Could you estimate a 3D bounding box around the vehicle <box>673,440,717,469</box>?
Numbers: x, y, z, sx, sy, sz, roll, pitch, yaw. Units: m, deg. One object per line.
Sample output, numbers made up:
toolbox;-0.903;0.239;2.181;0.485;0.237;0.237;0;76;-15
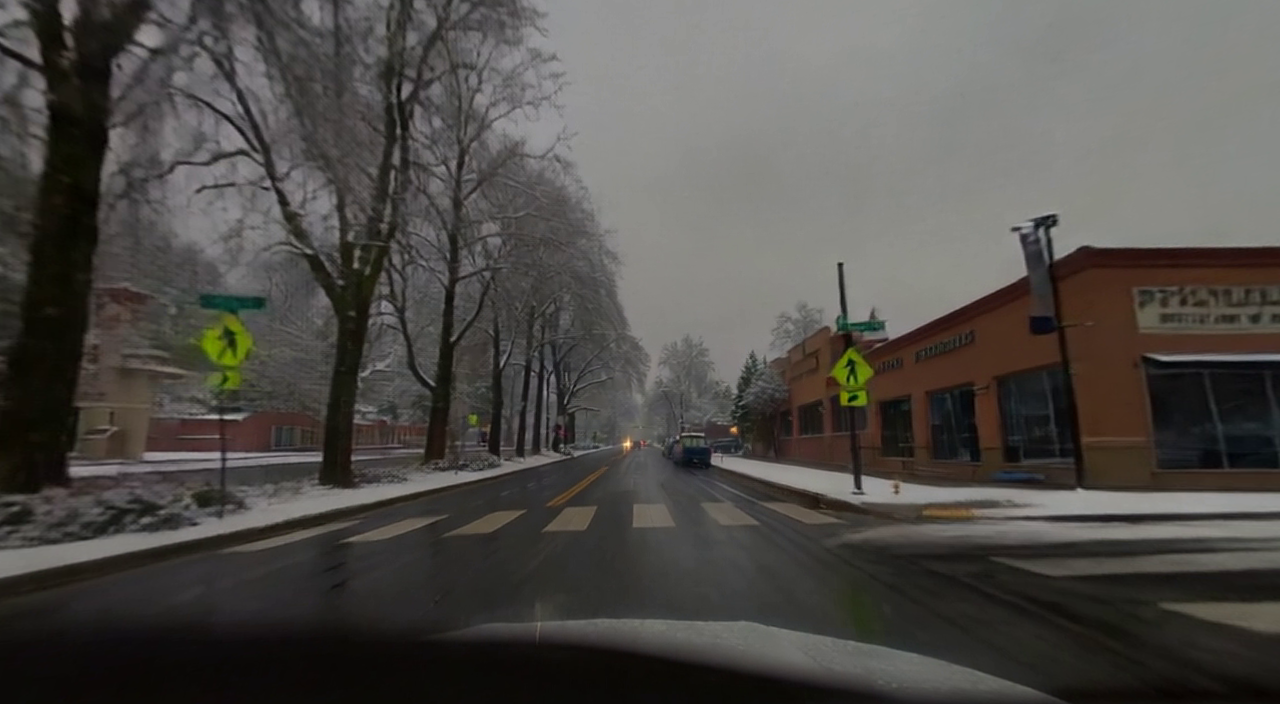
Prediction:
vehicle;3.103;5.904;36.484;2.152;1.527;4.010;0;-9;0
